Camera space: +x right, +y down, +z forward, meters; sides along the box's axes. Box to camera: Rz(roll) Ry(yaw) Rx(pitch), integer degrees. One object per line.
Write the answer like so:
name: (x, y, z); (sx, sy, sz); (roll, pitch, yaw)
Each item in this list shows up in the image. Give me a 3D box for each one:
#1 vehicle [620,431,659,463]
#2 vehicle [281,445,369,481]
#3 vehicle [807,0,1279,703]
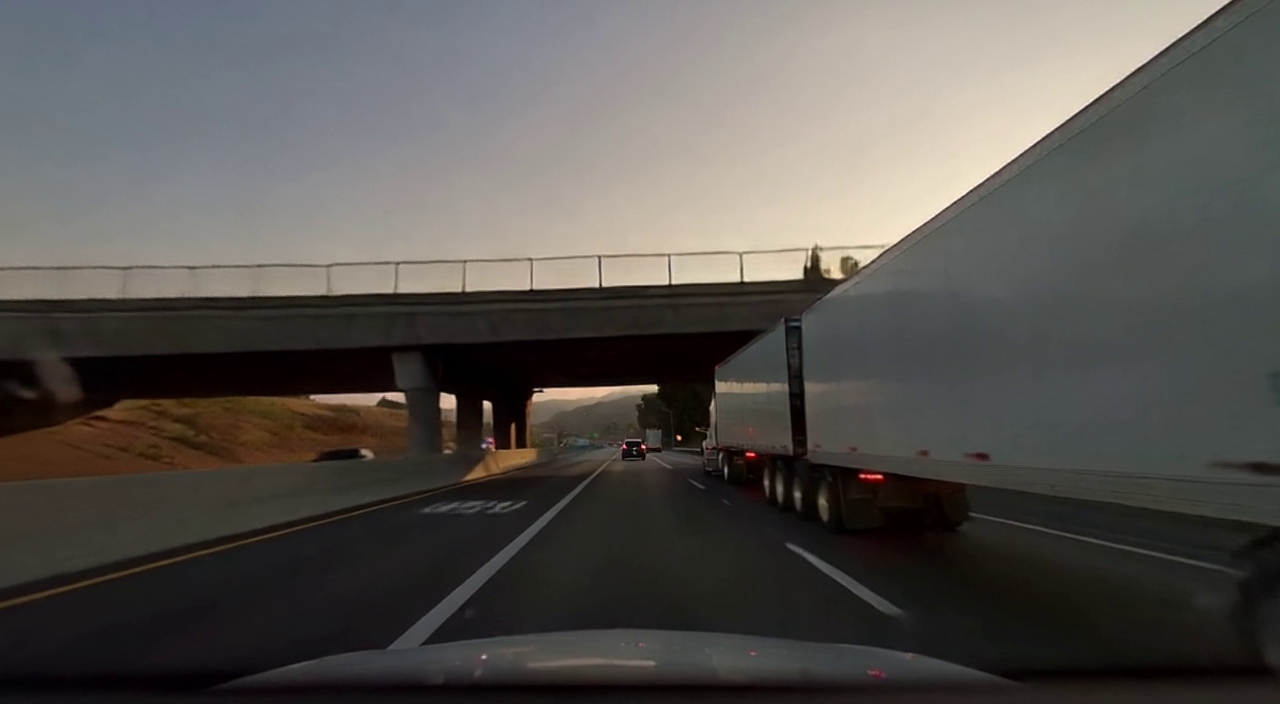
vehicle: (-0.095, 6.424, 42.547); (2.456, 2.007, 4.728); (0, -8, -1)
vehicle: (-15.240, 5.362, 30.767); (1.969, 1.532, 4.531); (0, -8, 0)
vehicle: (3.891, -0.012, 4.426); (2.967, 3.961, 8.660); (-1, -8, 0)
